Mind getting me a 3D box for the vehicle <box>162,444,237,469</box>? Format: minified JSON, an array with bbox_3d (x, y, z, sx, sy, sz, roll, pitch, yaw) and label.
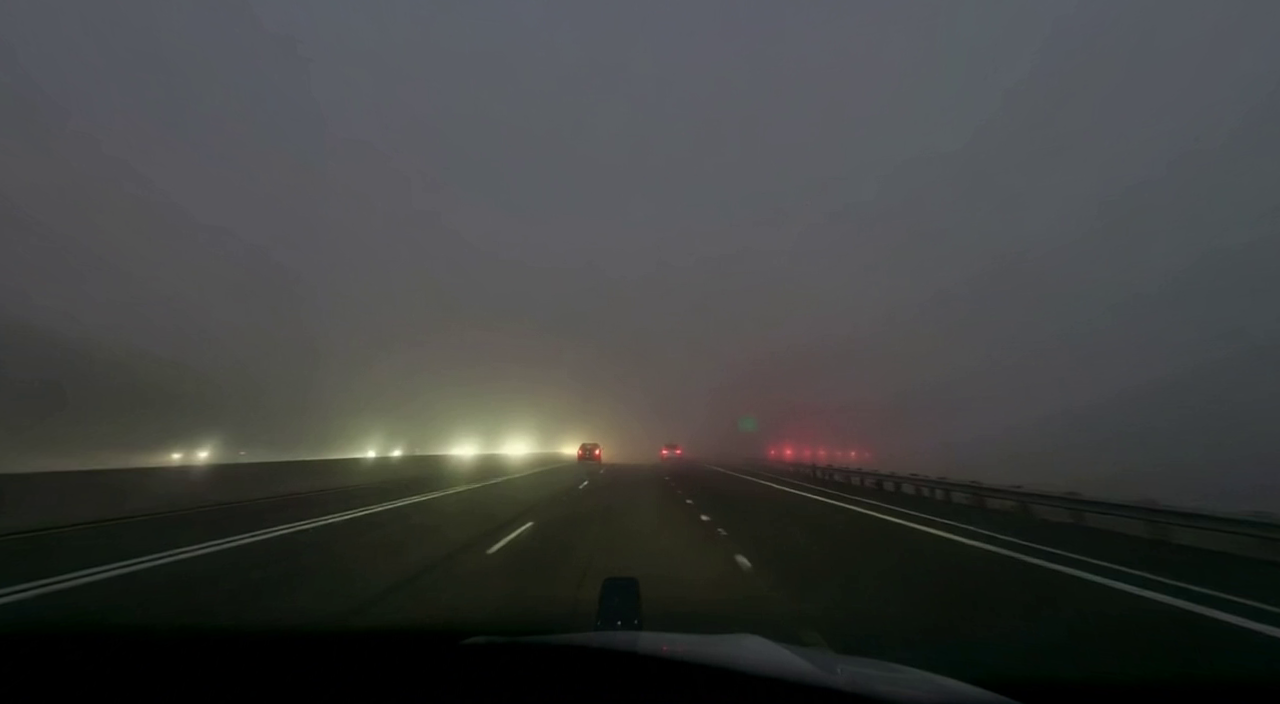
[{"bbox_3d":[-27.633,6.564,39.484,1.742,1.490,4.162,0,-9,-1],"label":"vehicle"}]
